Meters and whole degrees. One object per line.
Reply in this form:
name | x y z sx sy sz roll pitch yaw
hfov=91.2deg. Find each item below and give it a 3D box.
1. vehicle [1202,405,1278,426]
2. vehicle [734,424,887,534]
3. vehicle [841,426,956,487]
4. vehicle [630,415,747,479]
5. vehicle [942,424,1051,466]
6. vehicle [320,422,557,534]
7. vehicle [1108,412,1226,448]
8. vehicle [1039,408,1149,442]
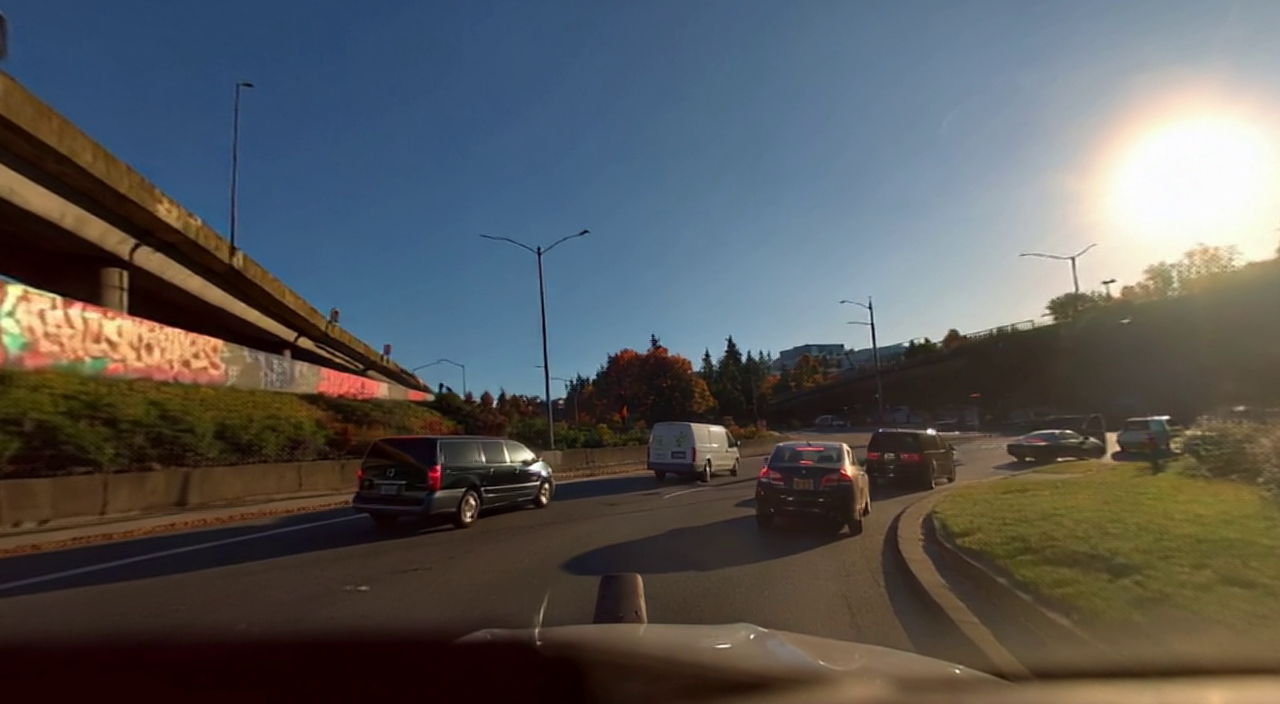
vehicle | 43.538 4.618 45.546 3.847 1.499 1.742 -5 -8 43
vehicle | 3.109 2.095 10.878 2.064 1.515 3.722 -4 -10 22
vehicle | 7.547 2.973 18.064 1.830 1.519 4.253 -7 -11 38
vehicle | 1.636 3.048 20.063 1.835 1.825 4.005 -7 -11 36
vehicle | 13.419 3.494 23.553 3.902 1.446 1.780 5 -10 -31
vehicle | -3.210 2.113 11.032 1.921 1.554 4.081 -3 -9 17
vehicle | 22.861 3.417 27.231 3.934 1.485 1.763 2 -9 -12
vehicle | 23.201 3.755 32.077 4.309 1.613 1.909 1 -9 -8
